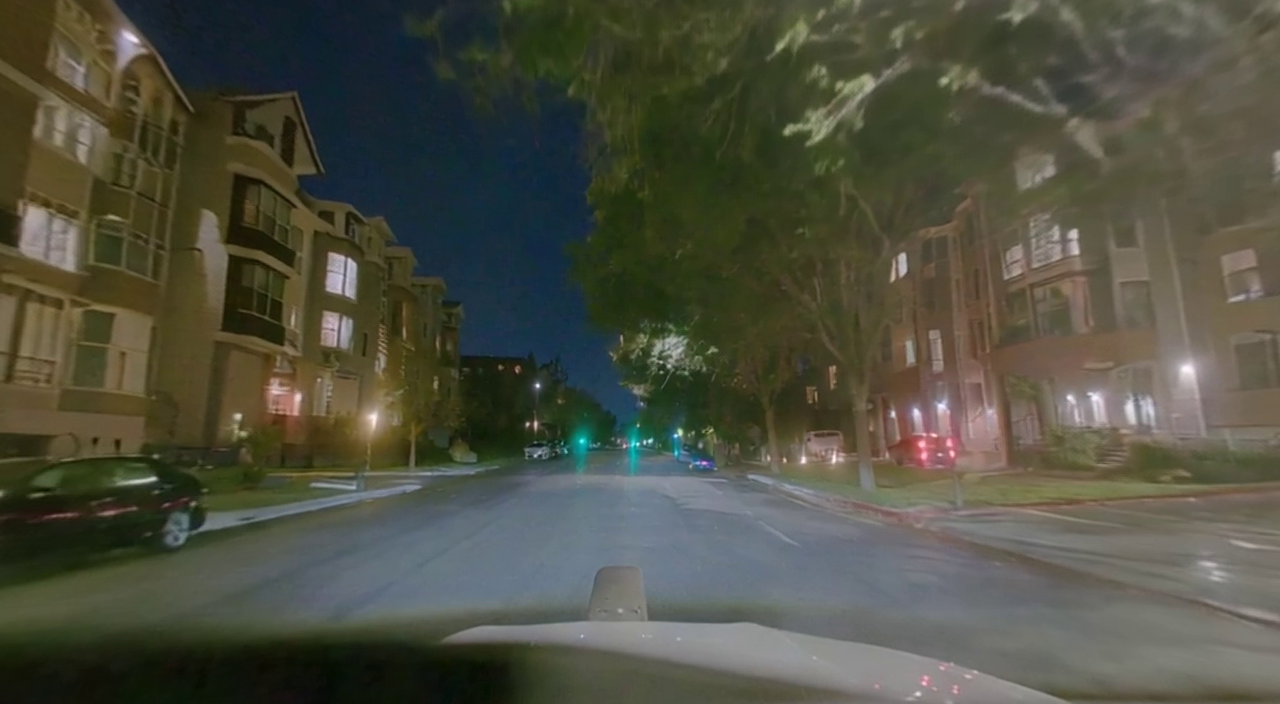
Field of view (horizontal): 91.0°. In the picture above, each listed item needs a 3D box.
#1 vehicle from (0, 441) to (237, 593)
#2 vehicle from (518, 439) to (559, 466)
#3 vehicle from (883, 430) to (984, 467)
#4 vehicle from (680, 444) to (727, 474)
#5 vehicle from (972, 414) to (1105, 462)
[{"bbox_3d":[-7.210,1.831,7.299,1.912,1.466,4.754,-2,-9,0],"label":"vehicle"},{"bbox_3d":[-7.838,7.841,49.234,2.230,2.025,4.977,0,-9,1],"label":"vehicle"},{"bbox_3d":[13.122,4.386,28.538,2.068,1.522,4.810,1,-9,-2],"label":"vehicle"},{"bbox_3d":[3.356,5.763,34.180,1.956,1.468,4.698,1,-9,-2],"label":"vehicle"},{"bbox_3d":[18.070,4.018,29.028,2.315,1.991,5.686,0,-9,-1],"label":"vehicle"}]
